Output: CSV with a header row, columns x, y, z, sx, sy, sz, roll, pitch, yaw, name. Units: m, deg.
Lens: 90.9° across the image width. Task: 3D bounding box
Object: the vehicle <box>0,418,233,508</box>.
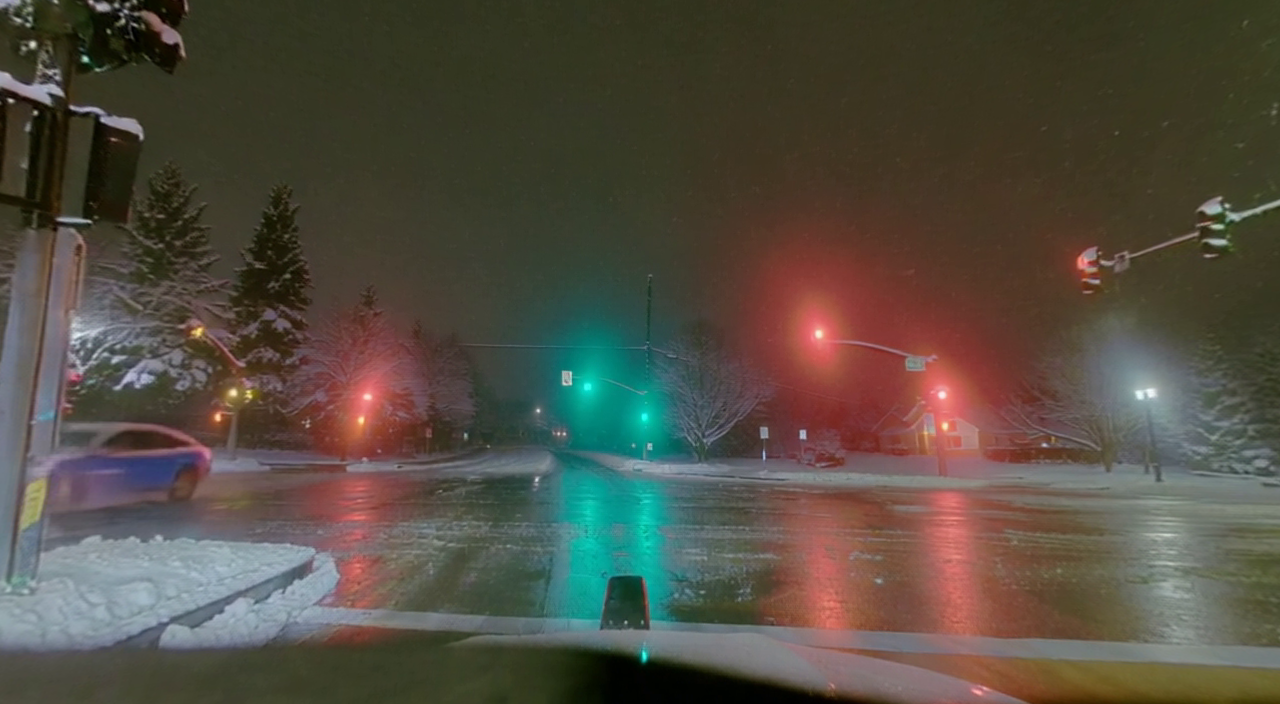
x,y,z,sx,sy,sz,roll,pitch,yaw,name
-12.739,2.634,15.392,2.238,1.827,5.007,0,-8,0,vehicle
